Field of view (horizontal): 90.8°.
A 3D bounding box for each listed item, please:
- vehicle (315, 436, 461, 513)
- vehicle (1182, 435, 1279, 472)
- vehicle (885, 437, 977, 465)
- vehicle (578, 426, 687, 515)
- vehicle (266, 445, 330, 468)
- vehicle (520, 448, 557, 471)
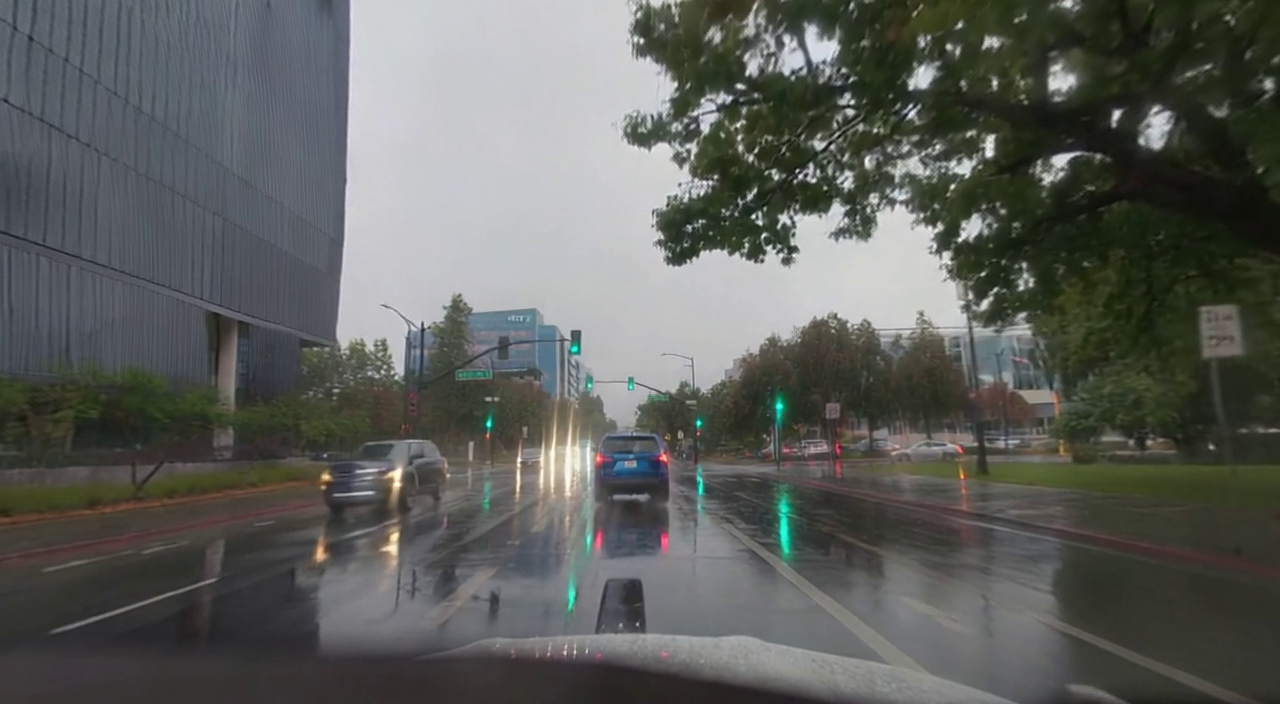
[{"bbox_3d":[-6.149,3.008,16.046,2.028,1.655,4.189,0,-8,-1],"label":"vehicle"},{"bbox_3d":[28.776,4.708,29.440,5.161,1.610,2.024,0,-8,-2],"label":"vehicle"},{"bbox_3d":[16.770,5.714,36.493,4.422,1.563,1.751,0,-9,-2],"label":"vehicle"},{"bbox_3d":[-0.221,2.690,14.845,2.183,1.765,4.059,0,-8,-2],"label":"vehicle"},{"bbox_3d":[-26.883,8.201,49.674,4.393,1.730,2.151,-5,-9,25],"label":"vehicle"},{"bbox_3d":[-6.976,7.429,43.916,1.908,1.475,4.337,0,-8,0],"label":"vehicle"}]
